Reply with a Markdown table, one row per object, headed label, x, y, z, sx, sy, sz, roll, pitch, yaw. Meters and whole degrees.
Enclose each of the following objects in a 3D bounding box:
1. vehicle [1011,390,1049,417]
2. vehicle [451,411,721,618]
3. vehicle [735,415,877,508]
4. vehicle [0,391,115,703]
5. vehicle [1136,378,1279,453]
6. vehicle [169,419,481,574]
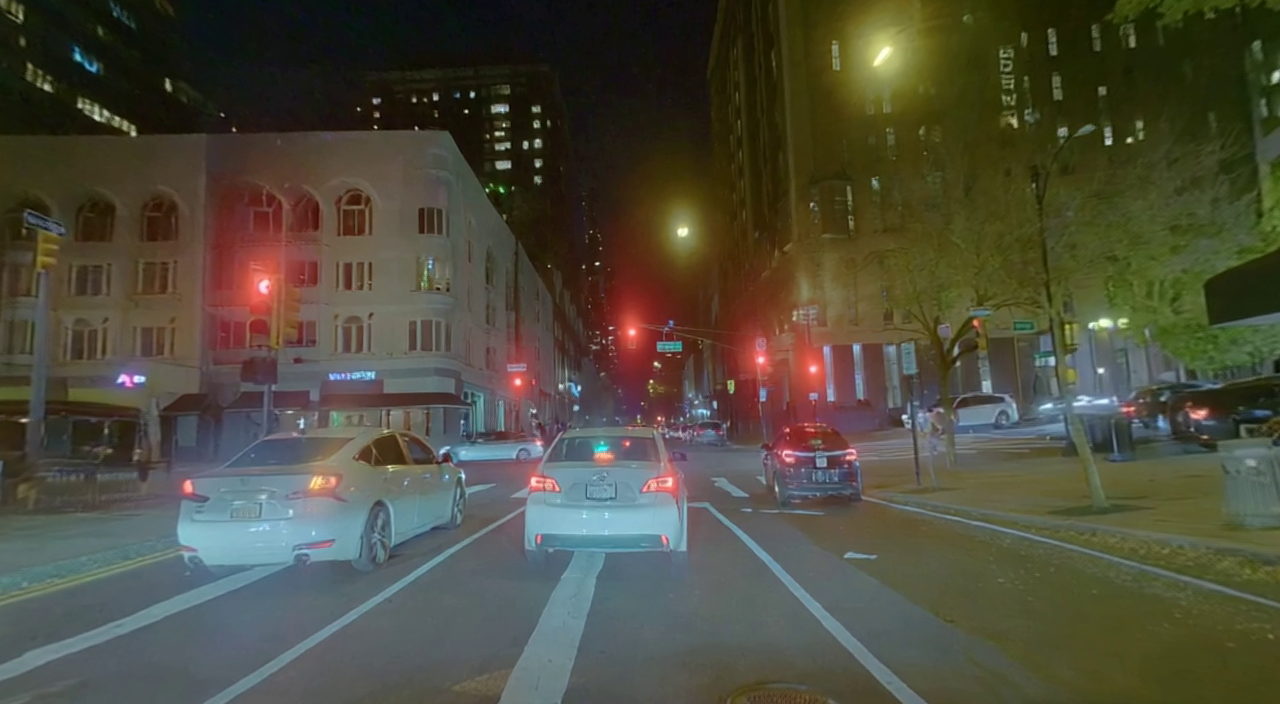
| label | x | y | z | sx | sy | sz | roll | pitch | yaw |
| --- | --- | --- | --- | --- | --- | --- | --- | --- | --- |
| vehicle | 30.040 | 4.009 | 48.577 | 1.979 | 1.769 | 4.657 | -6 | -10 | 35 |
| vehicle | -0.416 | 1.501 | 6.724 | 1.999 | 1.520 | 3.896 | 0 | -8 | 0 |
| vehicle | 3.338 | 2.320 | 13.688 | 1.958 | 1.667 | 4.392 | 0 | -8 | 2 |
| vehicle | -3.906 | 0.702 | 1.189 | 1.995 | 1.524 | 4.438 | 0 | -8 | 0 |
| vehicle | 21.641 | 2.359 | 22.874 | 5.863 | 2.493 | 2.354 | 2 | -9 | -12 |
| vehicle | -3.685 | 1.758 | 8.486 | 1.934 | 1.522 | 4.287 | 0 | -8 | 0 |
